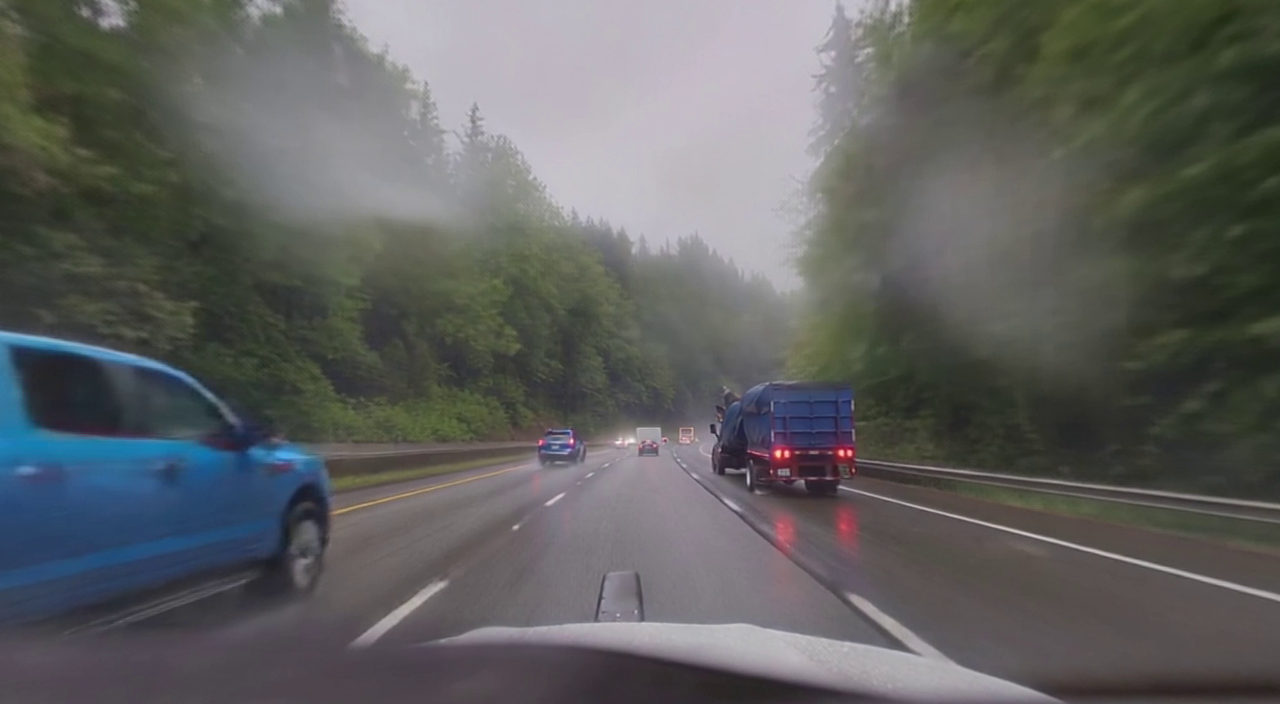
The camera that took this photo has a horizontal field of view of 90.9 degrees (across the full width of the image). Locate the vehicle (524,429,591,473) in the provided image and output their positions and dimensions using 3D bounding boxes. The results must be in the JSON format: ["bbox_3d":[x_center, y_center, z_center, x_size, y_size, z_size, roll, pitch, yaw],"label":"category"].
[{"bbox_3d":[-3.157,3.877,24.955,2.008,1.588,4.147,0,-8,1],"label":"vehicle"}]

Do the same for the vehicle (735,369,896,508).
[{"bbox_3d":[3.565,1.869,13.778,2.256,2.568,4.049,0,-8,-1],"label":"vehicle"}]

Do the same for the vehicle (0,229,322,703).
[{"bbox_3d":[-3.301,0.542,1.890,2.204,1.991,4.720,0,-8,0],"label":"vehicle"}]
